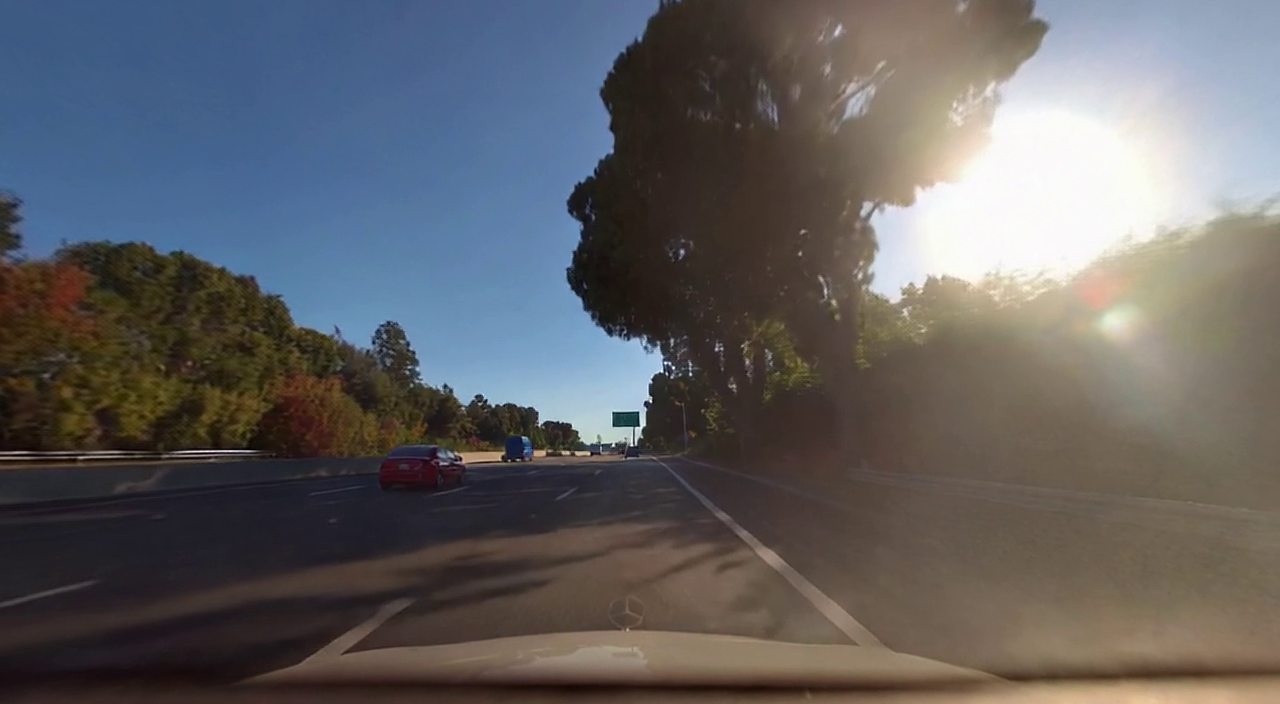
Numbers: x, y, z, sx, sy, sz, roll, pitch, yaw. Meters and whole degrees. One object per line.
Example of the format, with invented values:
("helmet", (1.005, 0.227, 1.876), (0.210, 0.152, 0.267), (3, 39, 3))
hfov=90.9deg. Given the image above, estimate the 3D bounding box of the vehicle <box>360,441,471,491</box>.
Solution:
("vehicle", (-7.397, 3.778, 21.380), (1.981, 1.486, 4.735), (0, -8, 1))
